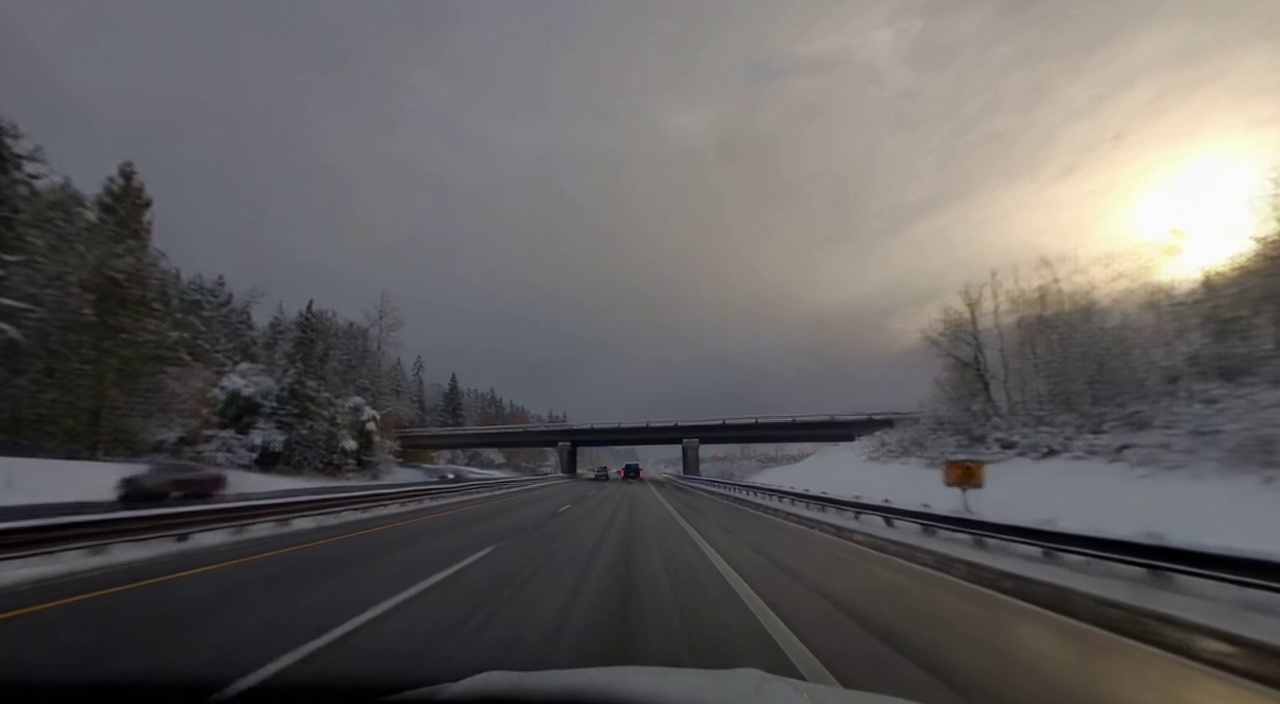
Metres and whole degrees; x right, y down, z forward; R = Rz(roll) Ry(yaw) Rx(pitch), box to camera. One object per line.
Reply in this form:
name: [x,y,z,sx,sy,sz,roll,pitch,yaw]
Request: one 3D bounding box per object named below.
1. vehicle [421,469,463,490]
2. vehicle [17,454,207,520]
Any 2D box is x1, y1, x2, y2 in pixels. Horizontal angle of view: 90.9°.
vehicle: [-15.124,9.757,48.355,1.833,1.469,3.648,0,-11,2]
vehicle: [-17.218,4.418,20.996,2.039,1.876,4.852,1,-11,0]
